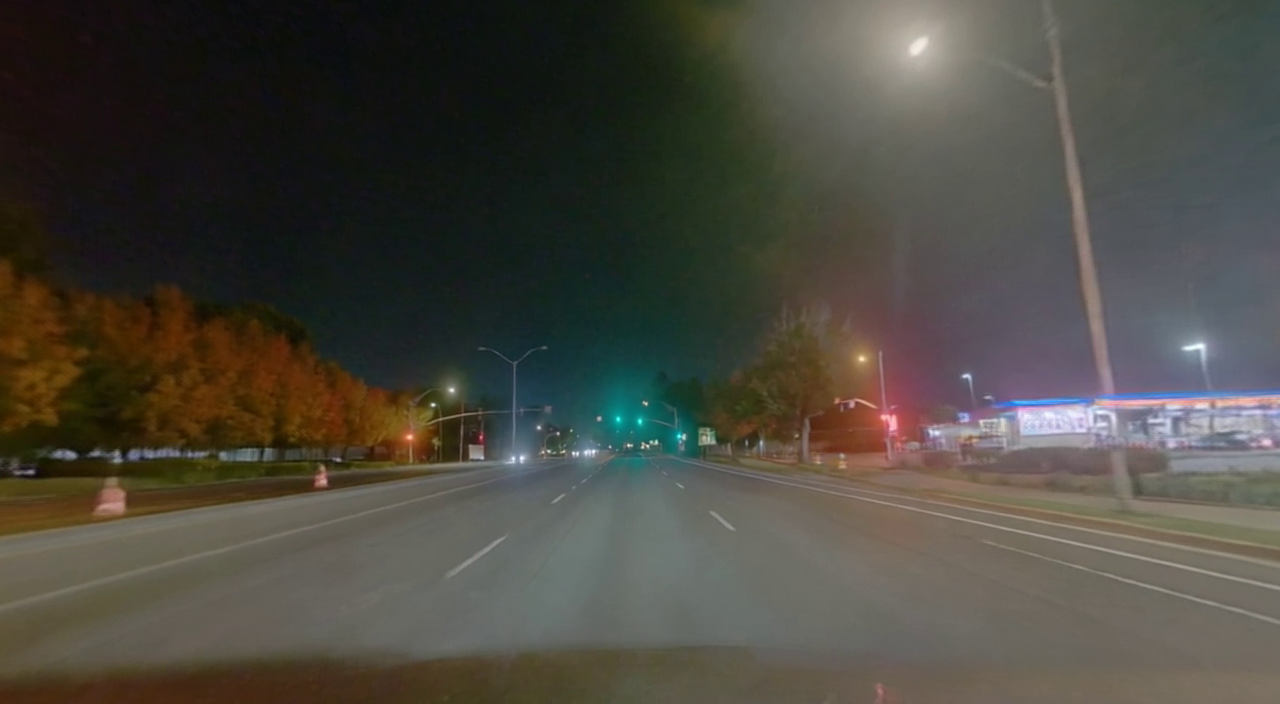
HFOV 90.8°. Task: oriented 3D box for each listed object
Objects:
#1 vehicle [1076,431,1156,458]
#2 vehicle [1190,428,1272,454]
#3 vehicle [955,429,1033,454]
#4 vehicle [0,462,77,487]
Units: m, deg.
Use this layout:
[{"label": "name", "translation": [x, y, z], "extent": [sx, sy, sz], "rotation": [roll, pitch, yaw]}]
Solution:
[{"label": "vehicle", "translation": [29.790, 5.814, 39.687], "extent": [1.784, 1.567, 3.930], "rotation": [-2, -9, -1]}, {"label": "vehicle", "translation": [38.033, 5.701, 40.769], "extent": [1.661, 1.428, 3.702], "rotation": [-2, -6, 0]}, {"label": "vehicle", "translation": [20.746, 5.262, 37.083], "extent": [3.526, 1.430, 1.698], "rotation": [0, -8, 1]}, {"label": "vehicle", "translation": [-39.340, 7.905, 40.926], "extent": [1.676, 1.381, 4.392], "rotation": [0, -8, 1]}]
